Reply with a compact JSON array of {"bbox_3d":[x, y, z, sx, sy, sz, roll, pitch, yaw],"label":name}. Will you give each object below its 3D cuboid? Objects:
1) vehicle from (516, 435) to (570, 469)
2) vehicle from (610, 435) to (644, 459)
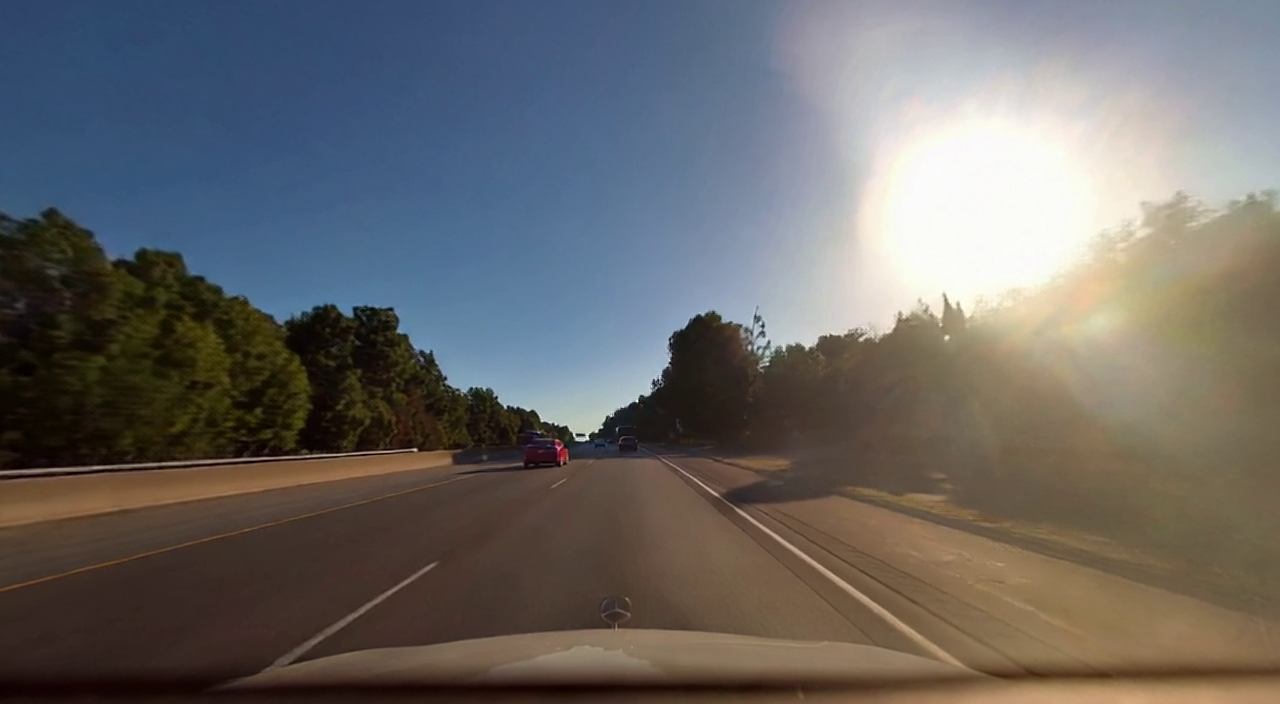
[{"bbox_3d":[-4.362,4.534,28.863,1.907,1.445,4.049,0,-8,-1],"label":"vehicle"},{"bbox_3d":[-0.837,6.321,42.065,2.162,1.460,4.242,0,-8,0],"label":"vehicle"}]
